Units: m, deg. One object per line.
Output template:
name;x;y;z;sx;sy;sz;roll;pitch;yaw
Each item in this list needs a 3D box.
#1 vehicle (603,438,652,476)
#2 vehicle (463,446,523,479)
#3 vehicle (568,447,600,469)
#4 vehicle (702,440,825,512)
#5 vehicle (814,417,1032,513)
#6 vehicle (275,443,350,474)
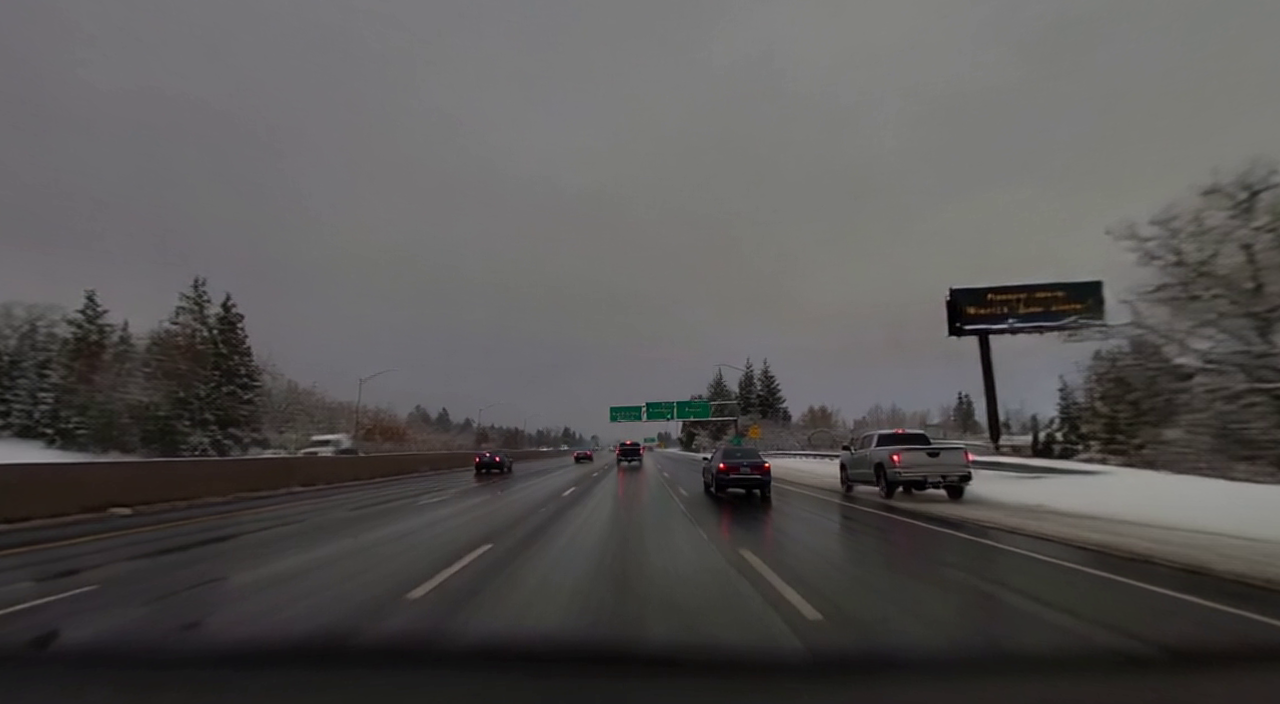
vehicle;-0.620;5.388;32.662;2.323;1.805;4.729;0;-8;0
vehicle;-7.251;5.475;31.541;1.920;1.482;4.385;0;-8;0
vehicle;-4.047;7.711;46.164;1.935;1.487;4.076;0;-8;0
vehicle;2.768;2.870;15.198;2.011;1.462;4.286;0;-8;-1
vehicle;6.515;2.707;15.722;2.635;1.919;5.907;0;-8;-1
vehicle;-19.175;6.227;37.236;1.845;1.731;4.715;0;-8;1
